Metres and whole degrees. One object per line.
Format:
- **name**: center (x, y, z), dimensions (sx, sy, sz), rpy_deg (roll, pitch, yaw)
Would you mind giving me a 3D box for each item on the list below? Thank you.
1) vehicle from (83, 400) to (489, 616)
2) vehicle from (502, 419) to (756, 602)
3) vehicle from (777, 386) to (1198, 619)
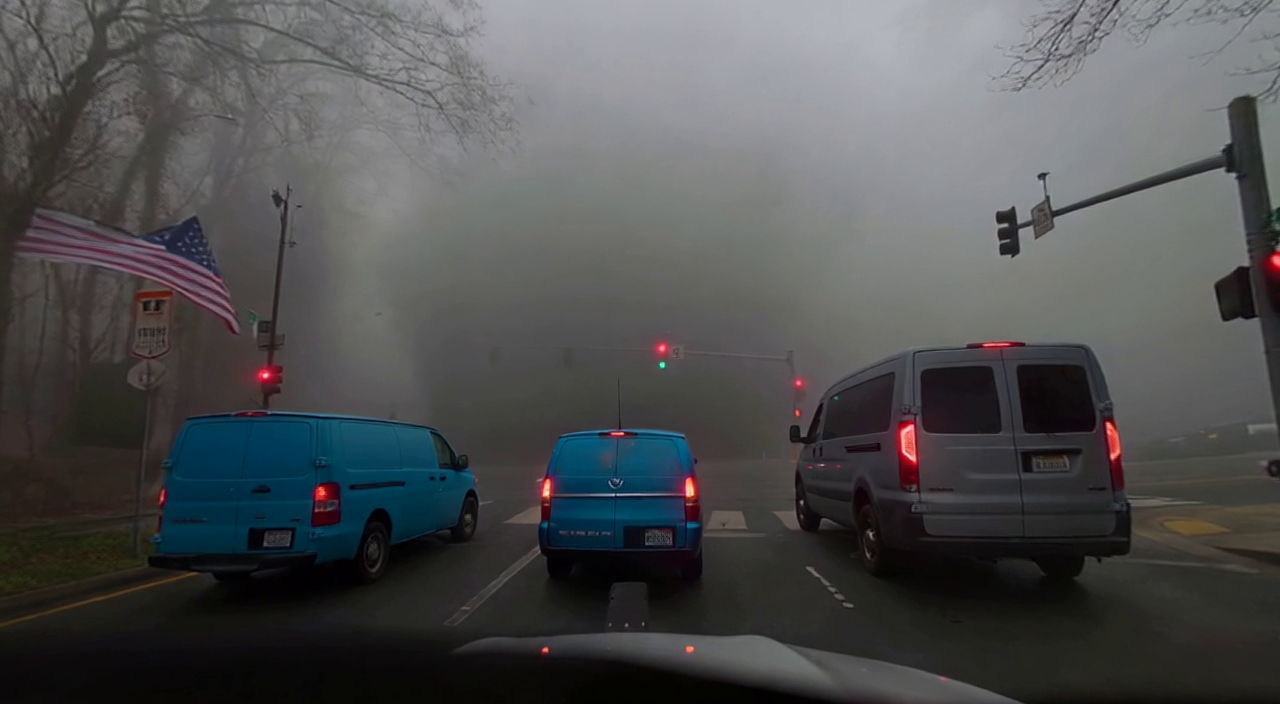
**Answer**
- **vehicle**: center (-3.299, 1.529, 7.039), dimensions (2.024, 1.677, 3.998), rpy_deg (-1, -9, 3)
- **vehicle**: center (-0.130, 1.619, 7.345), dimensions (2.098, 1.494, 4.118), rpy_deg (0, -9, -1)
- **vehicle**: center (3.095, 1.460, 7.013), dimensions (2.178, 1.746, 4.400), rpy_deg (0, -9, 1)
